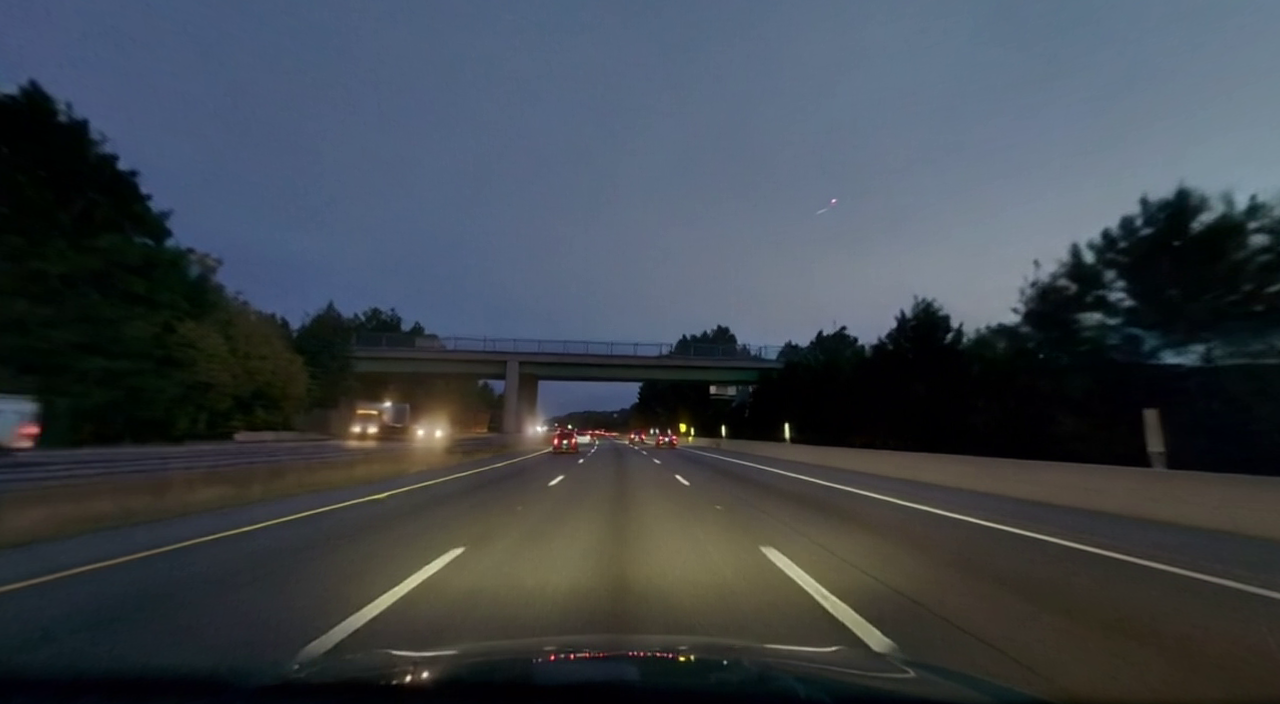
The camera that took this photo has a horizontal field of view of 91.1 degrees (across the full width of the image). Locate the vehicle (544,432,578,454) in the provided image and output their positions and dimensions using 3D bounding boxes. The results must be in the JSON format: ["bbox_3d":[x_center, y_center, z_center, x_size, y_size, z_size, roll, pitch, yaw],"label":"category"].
[{"bbox_3d":[-5.338,6.187,42.890,1.966,1.460,3.519,0,-8,-2],"label":"vehicle"}]

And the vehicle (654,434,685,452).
[{"bbox_3d":[2.274,7.070,49.192,1.999,1.329,3.913,1,-8,-3],"label":"vehicle"}]
